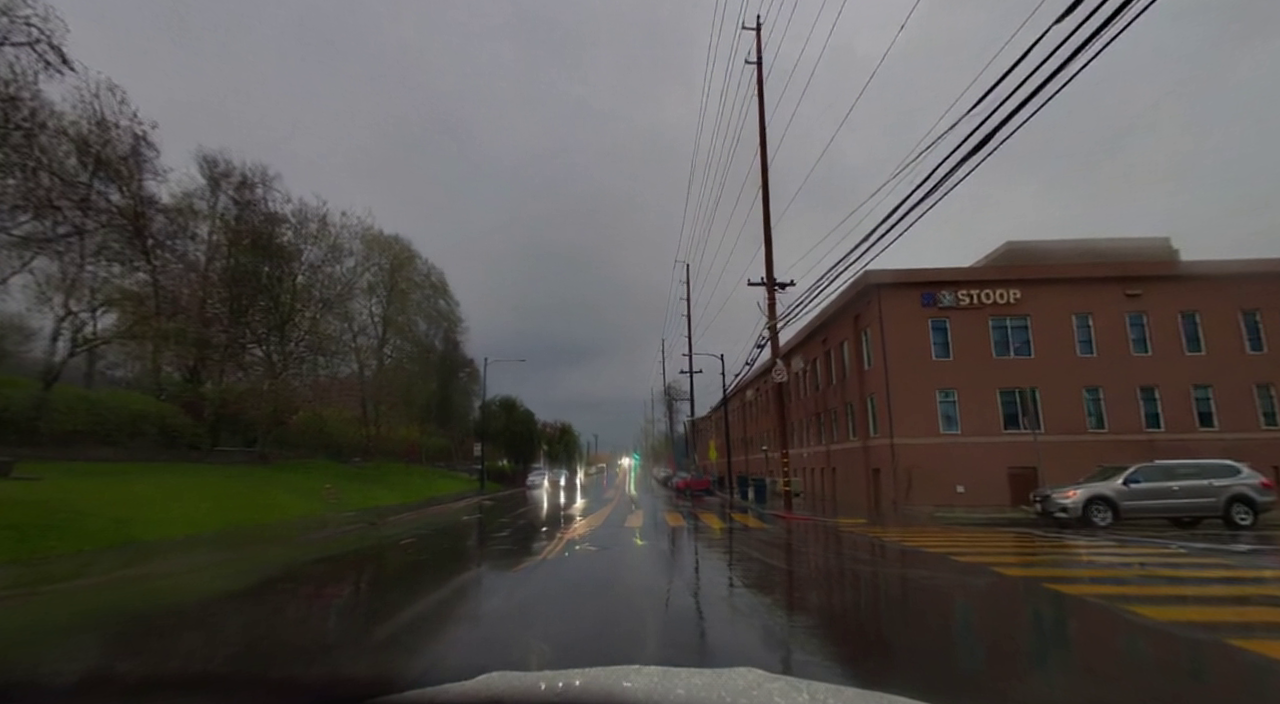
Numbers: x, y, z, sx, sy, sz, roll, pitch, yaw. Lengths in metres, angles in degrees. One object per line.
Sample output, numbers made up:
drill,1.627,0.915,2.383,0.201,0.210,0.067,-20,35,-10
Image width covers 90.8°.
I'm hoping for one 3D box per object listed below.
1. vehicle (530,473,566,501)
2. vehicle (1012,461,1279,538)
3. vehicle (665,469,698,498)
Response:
vehicle,-6.614,9.699,45.669,1.913,1.682,4.365,0,-8,0
vehicle,11.460,3.256,14.284,4.771,1.492,2.107,0,-8,-2
vehicle,2.870,9.340,45.126,1.953,1.774,5.008,0,-8,-1
